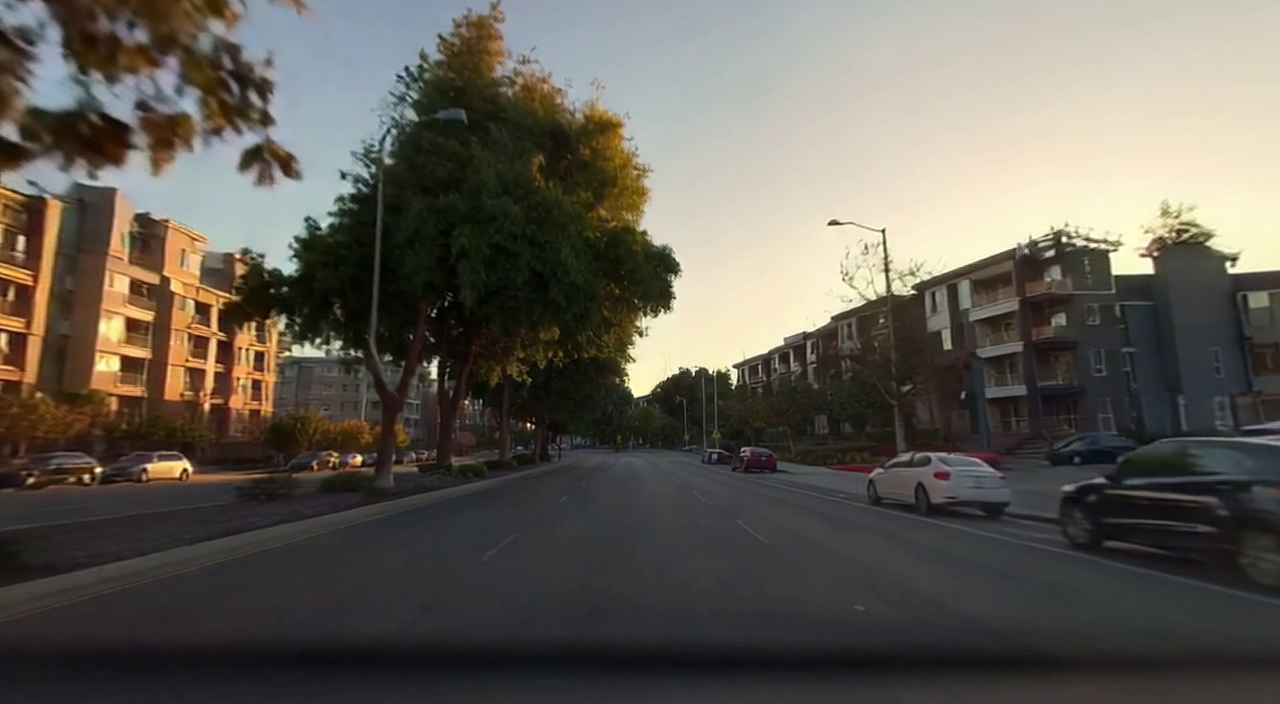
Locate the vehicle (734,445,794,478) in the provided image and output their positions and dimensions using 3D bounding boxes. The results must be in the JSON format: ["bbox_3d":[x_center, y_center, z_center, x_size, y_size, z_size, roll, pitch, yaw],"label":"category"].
[{"bbox_3d":[6.182,5.497,31.982,2.056,1.528,4.816,0,-9,0],"label":"vehicle"}]

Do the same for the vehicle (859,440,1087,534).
[{"bbox_3d":[6.581,2.698,13.337,1.956,1.487,5.176,-3,-9,0],"label":"vehicle"}]

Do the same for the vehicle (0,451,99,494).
[{"bbox_3d":[-26.062,5.148,27.137,1.781,1.666,4.238,0,-9,-3],"label":"vehicle"}]

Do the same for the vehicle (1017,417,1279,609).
[{"bbox_3d":[6.613,1.616,6.877,2.060,1.672,4.556,0,-9,-1],"label":"vehicle"}]

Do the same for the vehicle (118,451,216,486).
[{"bbox_3d":[-25.772,6.326,34.492,2.000,1.696,4.318,0,-9,0],"label":"vehicle"}]
